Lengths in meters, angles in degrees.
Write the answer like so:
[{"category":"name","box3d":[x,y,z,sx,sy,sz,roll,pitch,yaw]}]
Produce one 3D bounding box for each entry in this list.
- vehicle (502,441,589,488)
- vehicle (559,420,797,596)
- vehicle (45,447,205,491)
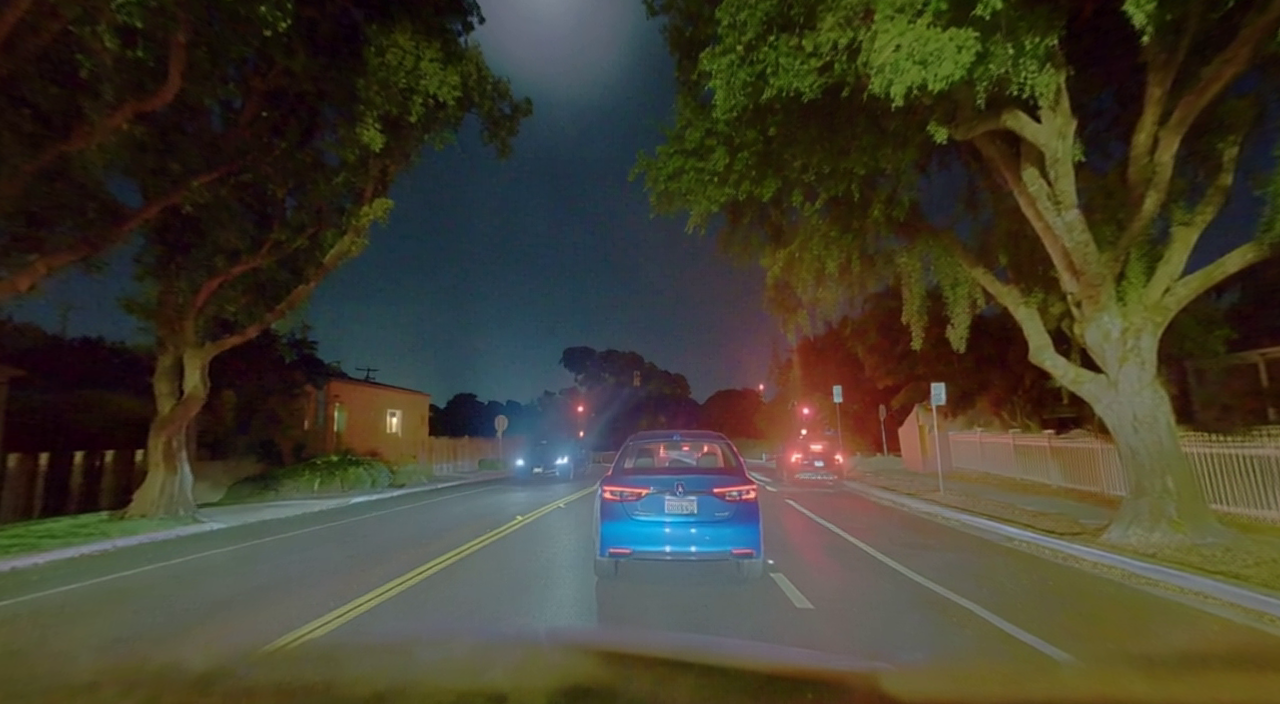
[{"category":"vehicle","box3d":[-3.259,3.992,22.802,1.956,1.488,4.560,-1,-8,7]},{"category":"vehicle","box3d":[0.370,1.653,7.535,2.070,1.516,3.936,0,-8,1]},{"category":"vehicle","box3d":[-18.115,4.100,22.269,4.069,1.445,2.063,-2,-9,8]}]
